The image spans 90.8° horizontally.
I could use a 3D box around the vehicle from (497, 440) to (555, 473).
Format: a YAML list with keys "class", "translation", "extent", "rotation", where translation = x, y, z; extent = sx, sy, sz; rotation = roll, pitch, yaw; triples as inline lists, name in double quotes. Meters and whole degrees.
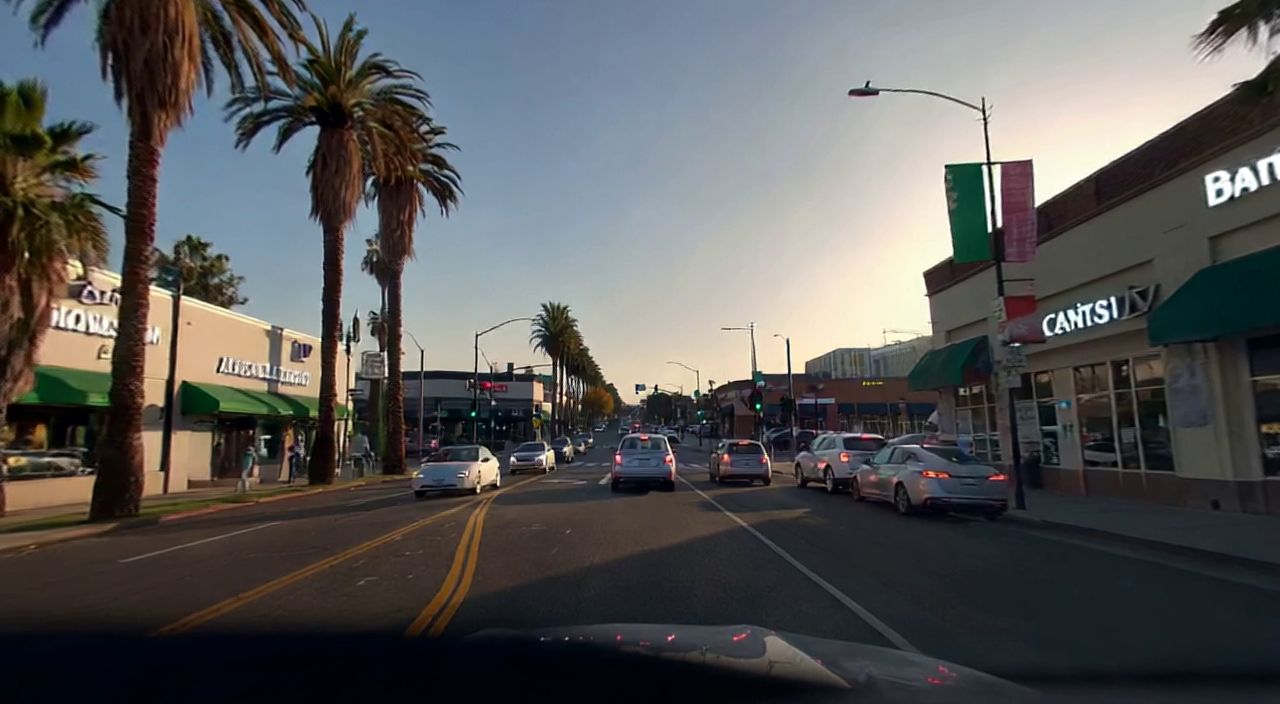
- class: "vehicle"
  translation: [-5.525, 5.132, 31.291]
  extent: [2.092, 1.504, 4.374]
  rotation: [0, -8, -1]

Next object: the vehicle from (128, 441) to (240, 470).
- class: "vehicle"
  translation: [-25.735, 5.817, 35.883]
  extent: [1.873, 1.507, 4.809]
  rotation: [-3, -8, 23]

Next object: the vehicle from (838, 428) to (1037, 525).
- class: "vehicle"
  translation: [6.137, 2.611, 13.830]
  extent: [2.008, 1.729, 4.647]
  rotation: [0, -8, -1]

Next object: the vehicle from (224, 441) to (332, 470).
- class: "vehicle"
  translation: [-19.669, 5.635, 34.513]
  extent: [1.759, 1.457, 4.727]
  rotation: [-7, -11, 37]

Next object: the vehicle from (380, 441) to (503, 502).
- class: "vehicle"
  translation: [-5.192, 3.173, 17.284]
  extent: [1.946, 1.412, 4.657]
  rotation: [0, -8, -1]

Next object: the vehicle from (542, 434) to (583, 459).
- class: "vehicle"
  translation: [-5.633, 6.966, 46.569]
  extent: [2.341, 1.762, 4.865]
  rotation: [0, -8, 0]

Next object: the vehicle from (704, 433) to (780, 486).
- class: "vehicle"
  translation: [3.602, 3.907, 23.243]
  extent: [2.070, 1.711, 4.480]
  rotation: [0, -8, 0]

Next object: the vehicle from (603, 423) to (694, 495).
- class: "vehicle"
  translation: [0.172, 3.018, 18.166]
  extent: [2.264, 1.798, 4.531]
  rotation: [0, -8, -1]
